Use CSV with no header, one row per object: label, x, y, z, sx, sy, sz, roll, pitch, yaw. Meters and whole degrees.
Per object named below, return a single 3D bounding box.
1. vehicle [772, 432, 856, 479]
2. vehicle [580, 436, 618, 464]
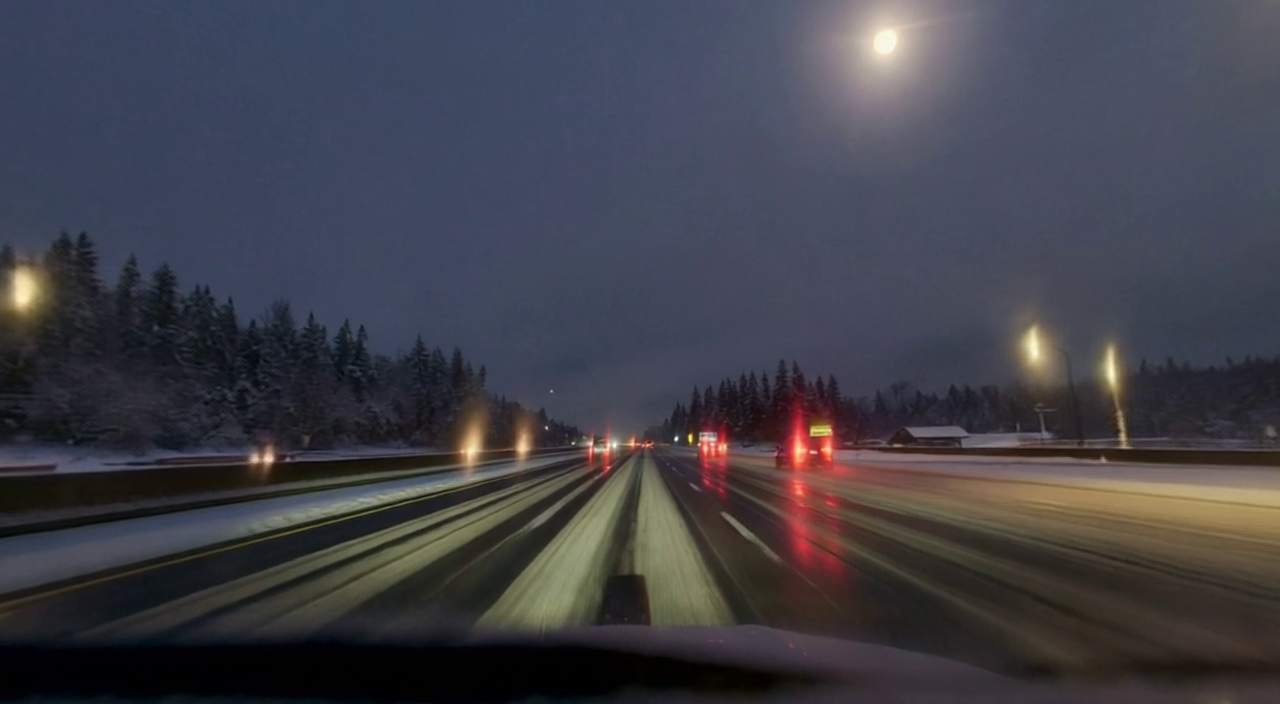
vehicle,6.802,4.090,25.154,2.063,1.706,4.259,0,-8,-1
vehicle,-2.927,7.196,46.354,2.453,1.952,5.320,0,-8,0
